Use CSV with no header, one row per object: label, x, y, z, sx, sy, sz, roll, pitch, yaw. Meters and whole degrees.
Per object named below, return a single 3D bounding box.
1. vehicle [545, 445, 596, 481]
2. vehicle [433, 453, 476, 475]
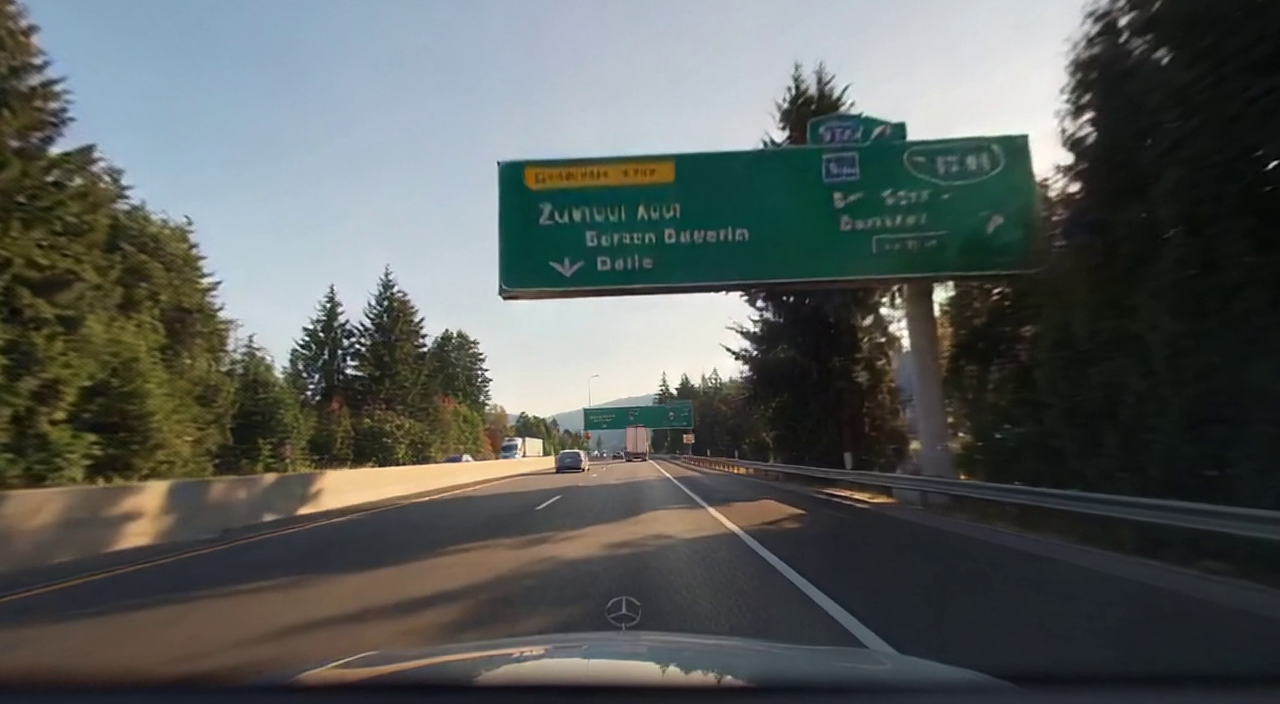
vehicle,-3.465,5.642,32.381,2.081,1.682,4.425,0,-9,0
vehicle,-13.141,7.942,44.921,1.796,1.445,3.995,0,-9,1
